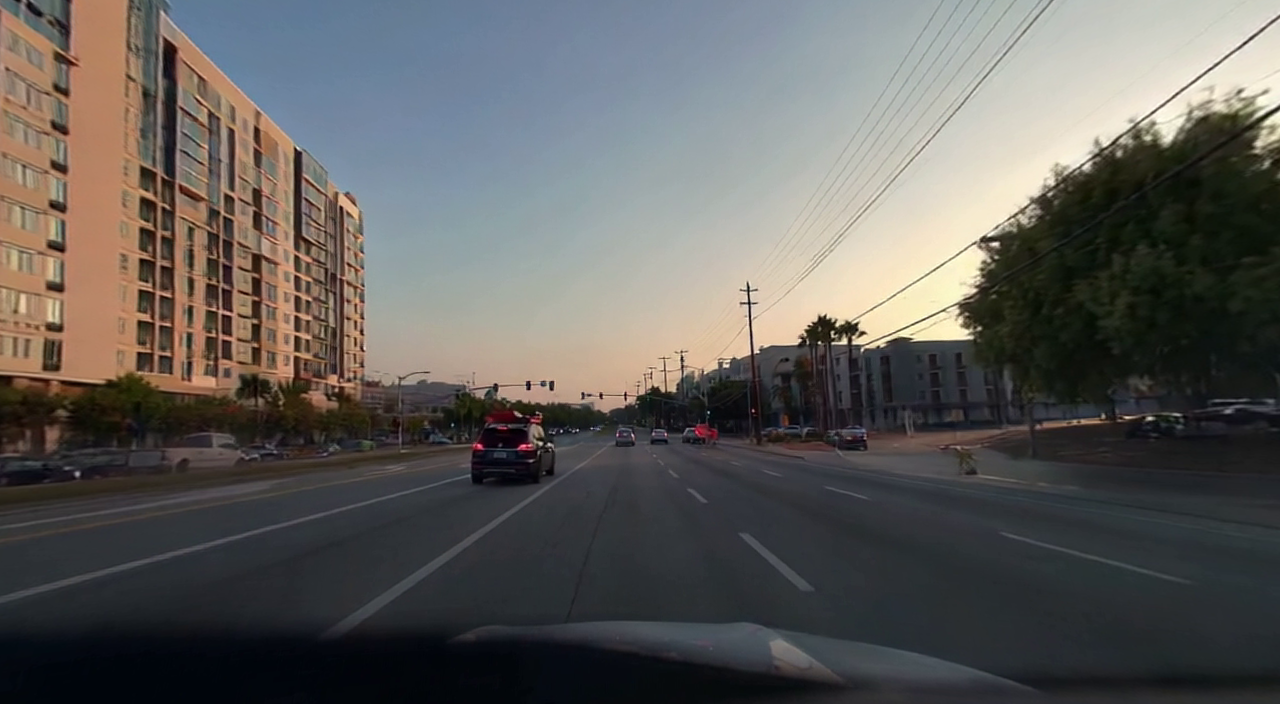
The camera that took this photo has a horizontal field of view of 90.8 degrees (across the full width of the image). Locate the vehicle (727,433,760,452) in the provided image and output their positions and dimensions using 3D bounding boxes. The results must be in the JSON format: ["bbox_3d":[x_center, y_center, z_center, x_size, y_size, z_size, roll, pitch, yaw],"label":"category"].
[{"bbox_3d":[8.048,7.113,49.445,1.897,1.390,4.391,0,-8,1],"label":"vehicle"}]

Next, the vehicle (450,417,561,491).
[{"bbox_3d":[-3.549,2.816,17.591,2.136,1.779,4.417,0,-8,0],"label":"vehicle"}]

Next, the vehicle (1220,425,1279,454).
[{"bbox_3d":[33.341,4.595,33.063,4.327,1.474,1.963,1,-9,-10],"label":"vehicle"}]

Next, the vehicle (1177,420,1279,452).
[{"bbox_3d":[33.092,4.729,35.466,4.393,1.718,1.961,1,-9,-10],"label":"vehicle"}]
